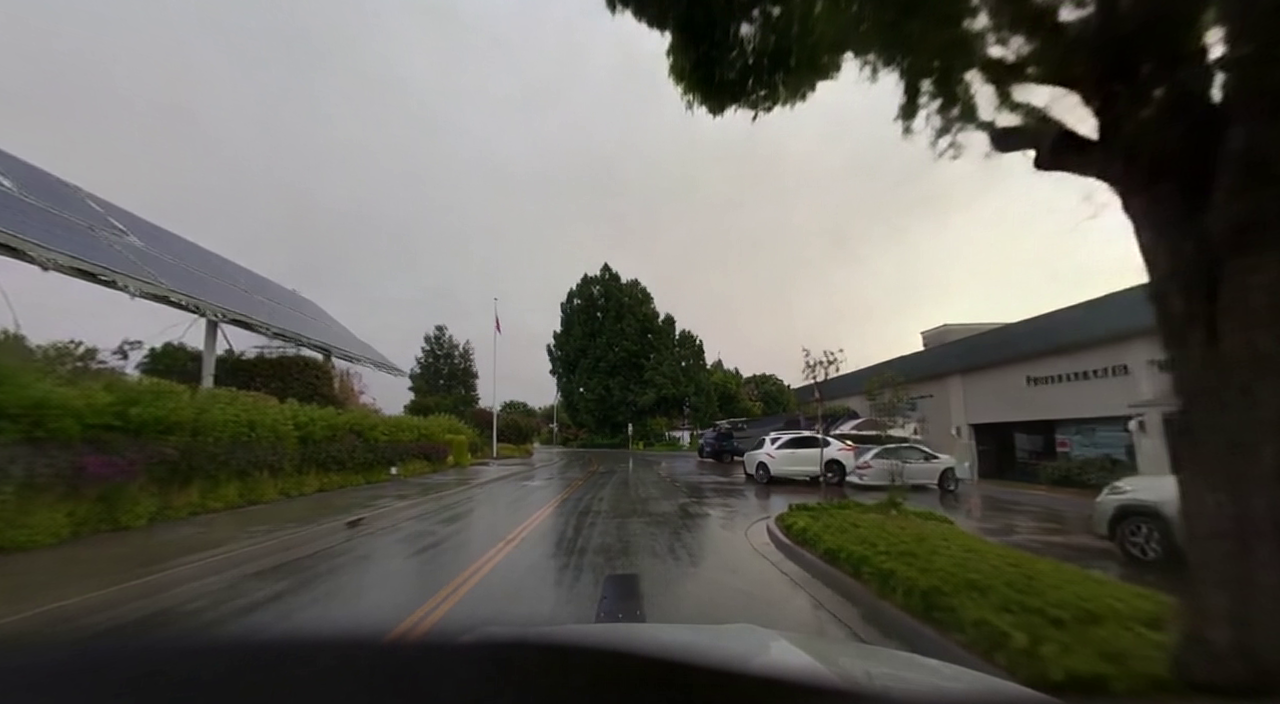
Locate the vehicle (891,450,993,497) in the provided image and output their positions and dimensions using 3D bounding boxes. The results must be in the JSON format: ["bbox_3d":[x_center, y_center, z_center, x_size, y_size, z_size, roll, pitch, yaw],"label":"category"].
[{"bbox_3d":[10.768,4.320,22.747,1.819,1.494,3.834,0,-9,1],"label":"vehicle"}]

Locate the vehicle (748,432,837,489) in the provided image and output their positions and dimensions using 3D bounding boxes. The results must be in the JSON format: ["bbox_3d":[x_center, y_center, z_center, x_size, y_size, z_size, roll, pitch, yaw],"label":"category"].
[{"bbox_3d":[5.476,3.951,23.127,1.977,1.860,4.237,0,-9,-3],"label":"vehicle"}]

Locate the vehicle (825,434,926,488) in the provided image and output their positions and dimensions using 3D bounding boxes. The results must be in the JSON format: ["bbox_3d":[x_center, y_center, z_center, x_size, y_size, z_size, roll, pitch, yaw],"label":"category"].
[{"bbox_3d":[8.257,3.866,22.547,1.924,1.713,4.627,0,-9,2],"label":"vehicle"}]

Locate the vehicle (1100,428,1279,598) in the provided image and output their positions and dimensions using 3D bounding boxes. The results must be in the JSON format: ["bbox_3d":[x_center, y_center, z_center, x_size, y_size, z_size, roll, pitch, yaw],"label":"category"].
[{"bbox_3d":[8.486,1.875,7.374,2.113,1.945,4.546,2,-9,-13],"label":"vehicle"}]
